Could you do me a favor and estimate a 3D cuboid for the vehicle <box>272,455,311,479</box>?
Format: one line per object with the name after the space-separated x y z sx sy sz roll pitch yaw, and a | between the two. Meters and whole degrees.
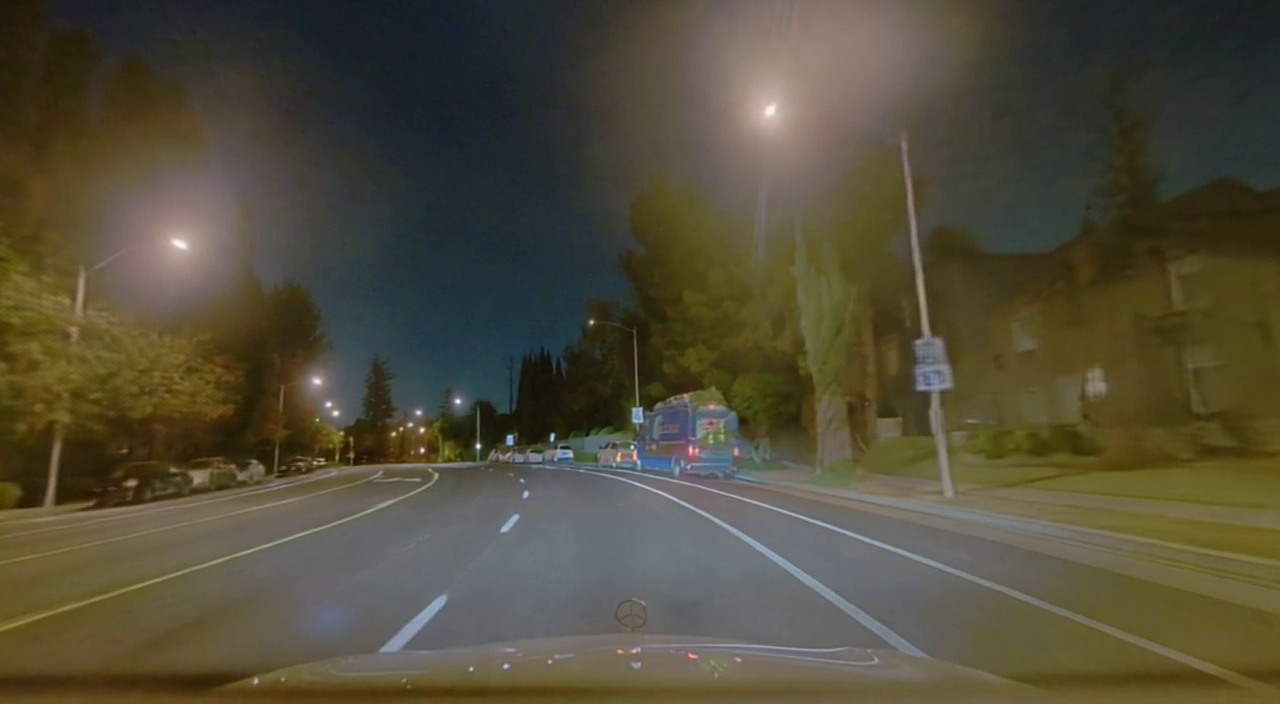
-26.929 8.882 48.614 1.949 1.456 4.497 2 -7 -20 | vehicle

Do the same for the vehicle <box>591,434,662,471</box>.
-0.896 5.633 35.386 2.251 1.868 6.178 3 -9 -18 | vehicle

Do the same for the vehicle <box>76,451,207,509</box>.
-17.823 4.541 22.751 1.976 1.797 4.249 2 -9 -13 | vehicle

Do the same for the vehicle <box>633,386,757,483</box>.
1.907 3.438 25.750 2.918 3.319 7.595 2 -9 -12 | vehicle
